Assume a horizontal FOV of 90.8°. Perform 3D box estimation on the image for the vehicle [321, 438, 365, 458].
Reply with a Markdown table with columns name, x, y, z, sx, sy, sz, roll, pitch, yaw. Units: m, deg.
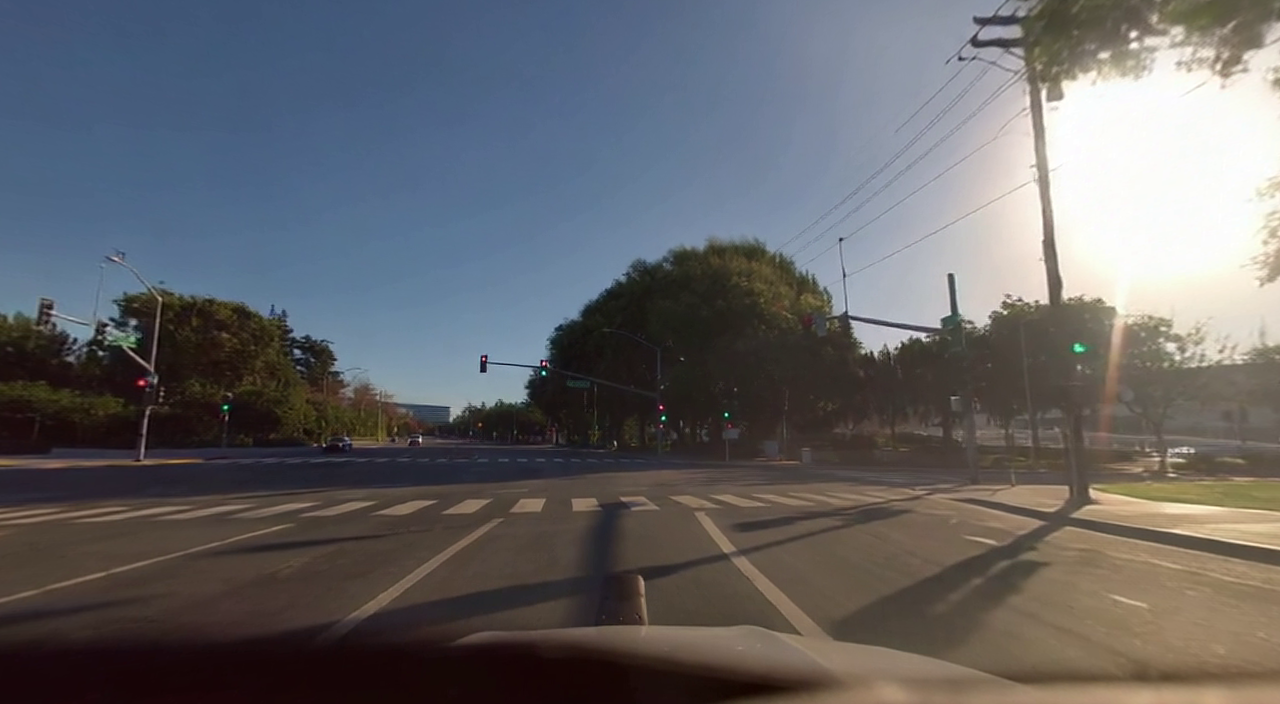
| name | x | y | z | sx | sy | sz | roll | pitch | yaw |
| --- | --- | --- | --- | --- | --- | --- | --- | --- | --- |
| vehicle | -22.778 | 7.368 | 48.601 | 1.918 | 1.432 | 4.433 | 1 | -9 | -10 |
